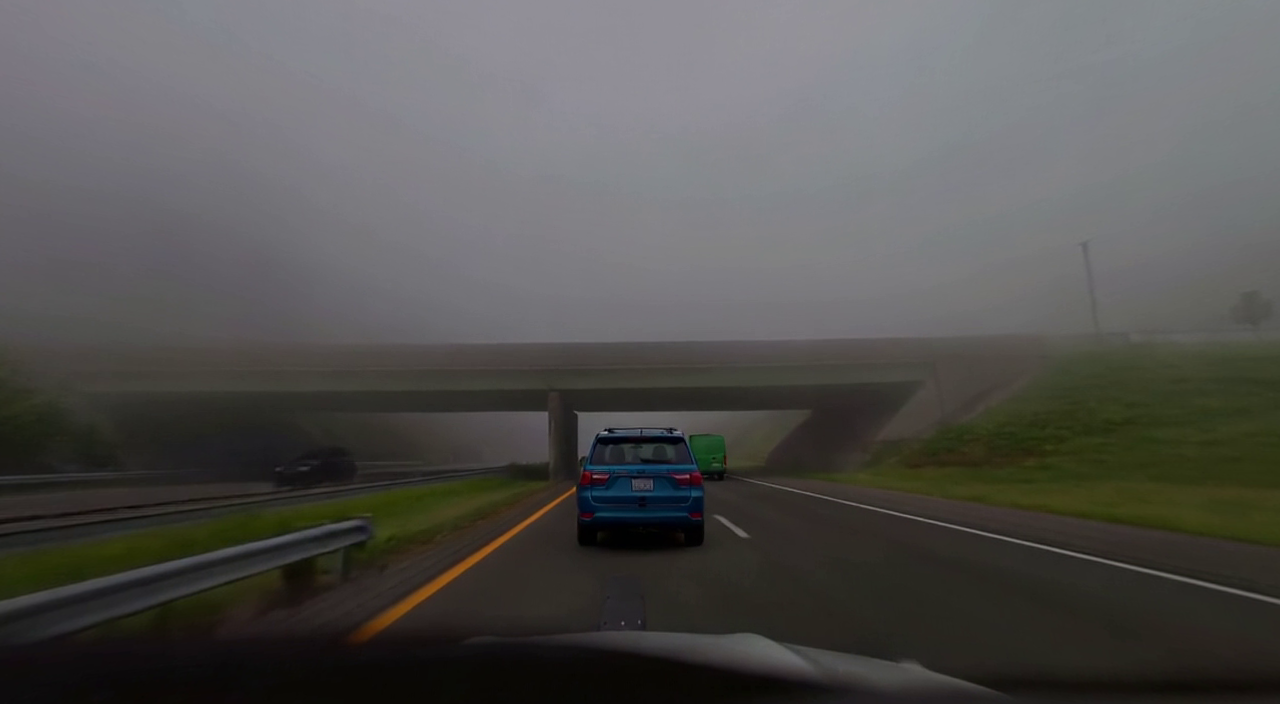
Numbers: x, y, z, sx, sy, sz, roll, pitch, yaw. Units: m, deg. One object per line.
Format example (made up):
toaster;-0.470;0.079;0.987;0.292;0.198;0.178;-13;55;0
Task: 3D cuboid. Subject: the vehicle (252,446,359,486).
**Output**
vehicle;-13.352;4.565;25.529;1.836;1.465;4.514;0;-9;0

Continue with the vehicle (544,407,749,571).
vehicle;0.079;1.860;9.177;2.288;1.823;4.059;0;-9;0
